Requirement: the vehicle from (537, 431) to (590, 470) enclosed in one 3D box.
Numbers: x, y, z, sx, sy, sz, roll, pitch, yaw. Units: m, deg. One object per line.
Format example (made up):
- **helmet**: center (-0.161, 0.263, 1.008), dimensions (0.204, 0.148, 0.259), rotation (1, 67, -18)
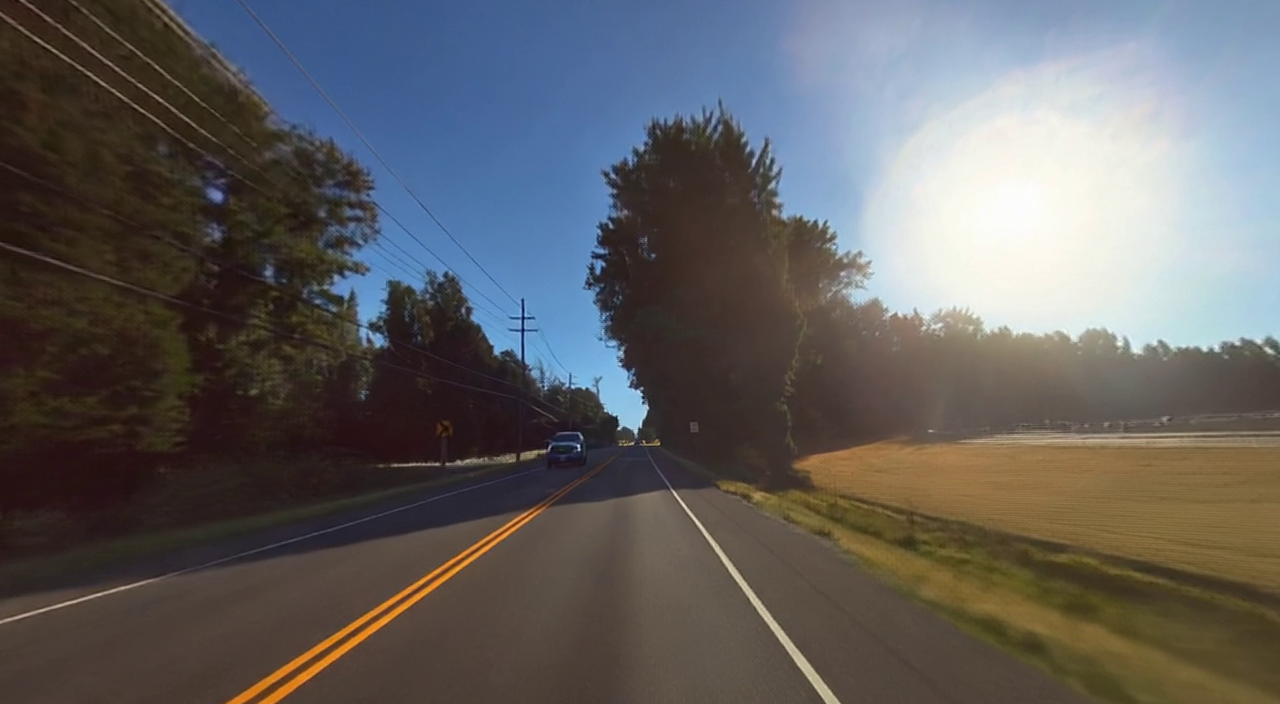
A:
- **vehicle**: center (-4.147, 5.455, 35.088), dimensions (2.331, 1.961, 4.966), rotation (0, -8, 0)
